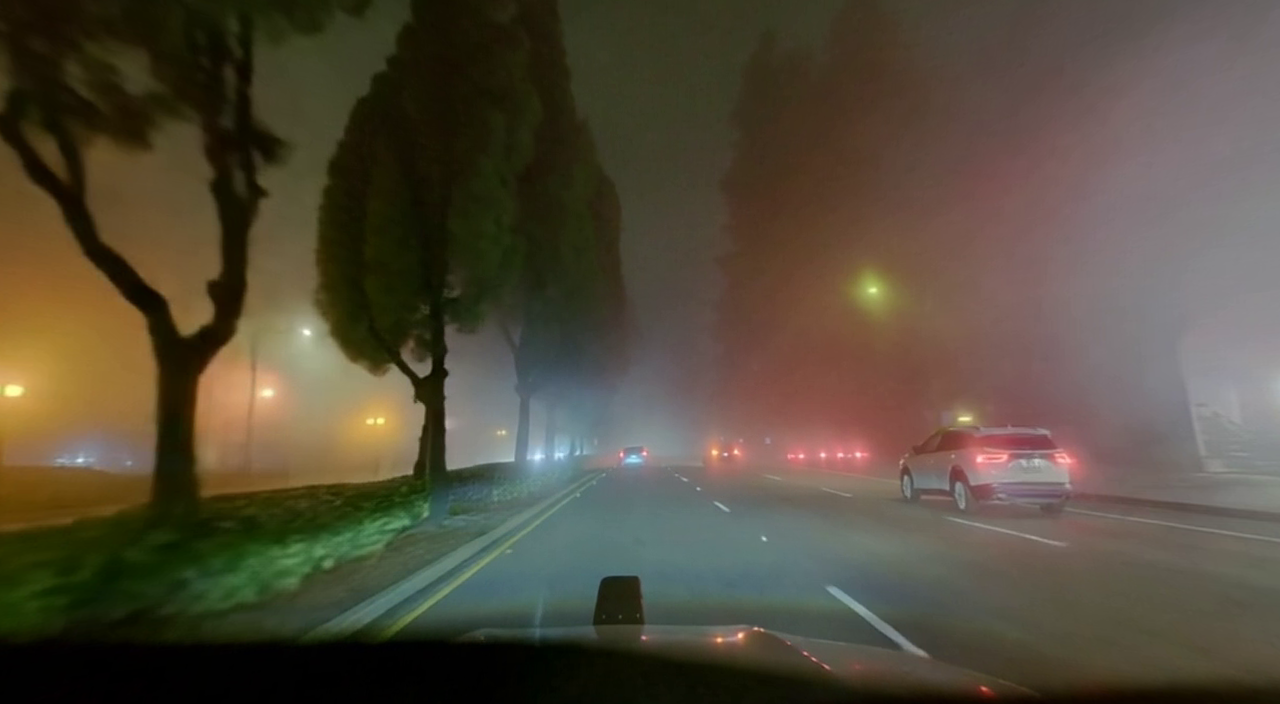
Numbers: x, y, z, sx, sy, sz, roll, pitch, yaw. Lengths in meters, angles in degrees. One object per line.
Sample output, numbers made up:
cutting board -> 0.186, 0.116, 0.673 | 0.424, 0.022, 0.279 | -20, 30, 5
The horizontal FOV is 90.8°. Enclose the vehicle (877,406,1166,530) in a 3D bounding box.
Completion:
vehicle -> 7.059, 2.239, 12.791 | 2.240, 1.923, 5.678 | 0, -8, -1

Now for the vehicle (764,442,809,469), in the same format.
vehicle -> 10.330, 7.291, 44.838 | 1.988, 1.783, 5.324 | 0, -8, 1

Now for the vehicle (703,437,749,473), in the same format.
vehicle -> 4.716, 5.725, 35.296 | 1.955, 1.845, 4.538 | 0, -8, 1

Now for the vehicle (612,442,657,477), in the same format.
vehicle -> -0.267, 5.151, 30.492 | 2.037, 1.568, 3.693 | 0, -8, 0
